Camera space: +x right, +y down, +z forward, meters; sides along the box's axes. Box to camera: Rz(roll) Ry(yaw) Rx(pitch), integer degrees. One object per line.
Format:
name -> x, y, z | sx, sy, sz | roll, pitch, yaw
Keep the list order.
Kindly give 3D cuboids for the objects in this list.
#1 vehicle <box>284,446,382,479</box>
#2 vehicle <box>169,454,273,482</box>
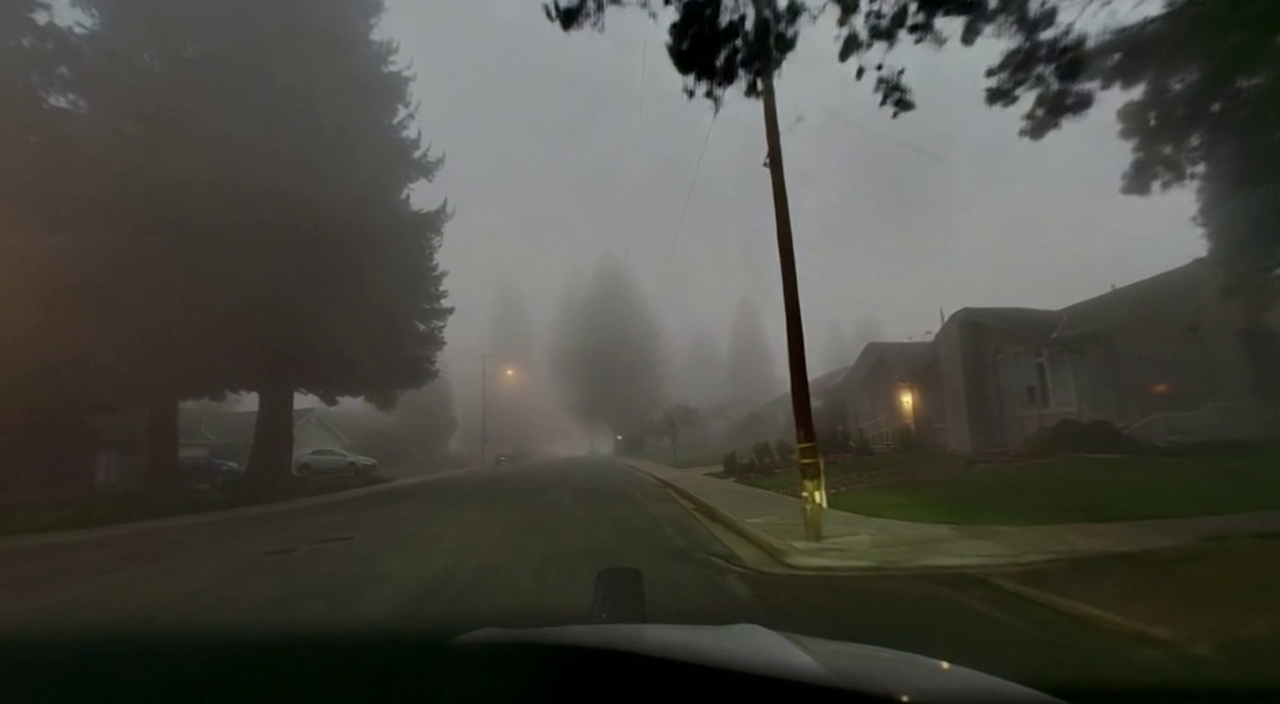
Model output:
vehicle -> -17.549, 6.326, 36.308 | 4.559, 1.745, 1.918 | 1, -9, -6
vehicle -> -23.897, 6.616, 36.170 | 4.531, 1.470, 1.855 | 0, -9, -3
